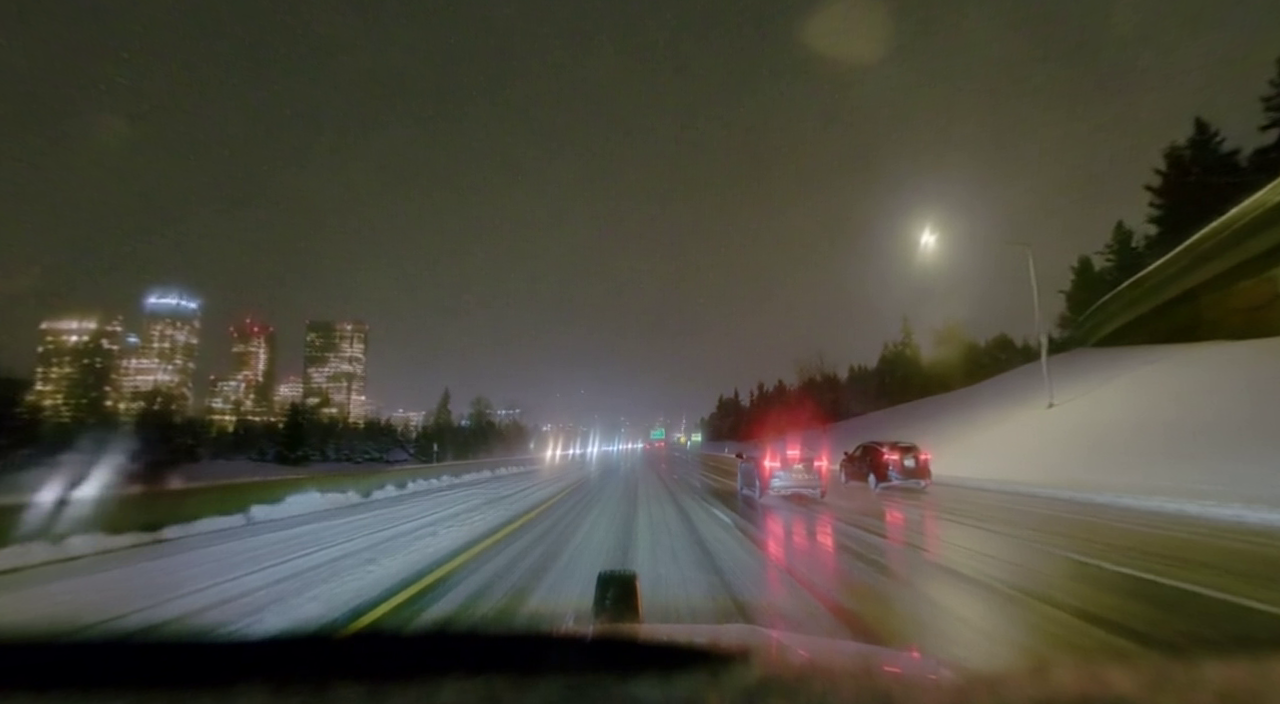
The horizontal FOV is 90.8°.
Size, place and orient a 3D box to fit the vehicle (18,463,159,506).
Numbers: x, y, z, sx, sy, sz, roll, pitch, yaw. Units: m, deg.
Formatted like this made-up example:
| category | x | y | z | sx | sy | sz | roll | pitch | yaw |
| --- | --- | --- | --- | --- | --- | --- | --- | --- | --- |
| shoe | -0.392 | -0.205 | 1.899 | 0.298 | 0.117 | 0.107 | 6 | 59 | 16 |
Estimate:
| category | x | y | z | sx | sy | sz | roll | pitch | yaw |
| --- | --- | --- | --- | --- | --- | --- | --- | --- | --- |
| vehicle | -22.926 | 5.489 | 26.498 | 1.845 | 1.496 | 4.380 | 0 | -8 | 2 |

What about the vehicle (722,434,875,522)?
| category | x | y | z | sx | sy | sz | roll | pitch | yaw |
| --- | --- | --- | --- | --- | --- | --- | --- | --- | --- |
| vehicle | 3.104 | 2.576 | 13.516 | 1.982 | 1.533 | 4.612 | 0 | -8 | -1 |

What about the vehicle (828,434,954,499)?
| category | x | y | z | sx | sy | sz | roll | pitch | yaw |
| --- | --- | --- | --- | --- | --- | --- | --- | --- | --- |
| vehicle | 6.871 | 3.150 | 17.780 | 1.856 | 1.592 | 3.920 | 0 | -8 | -1 |
